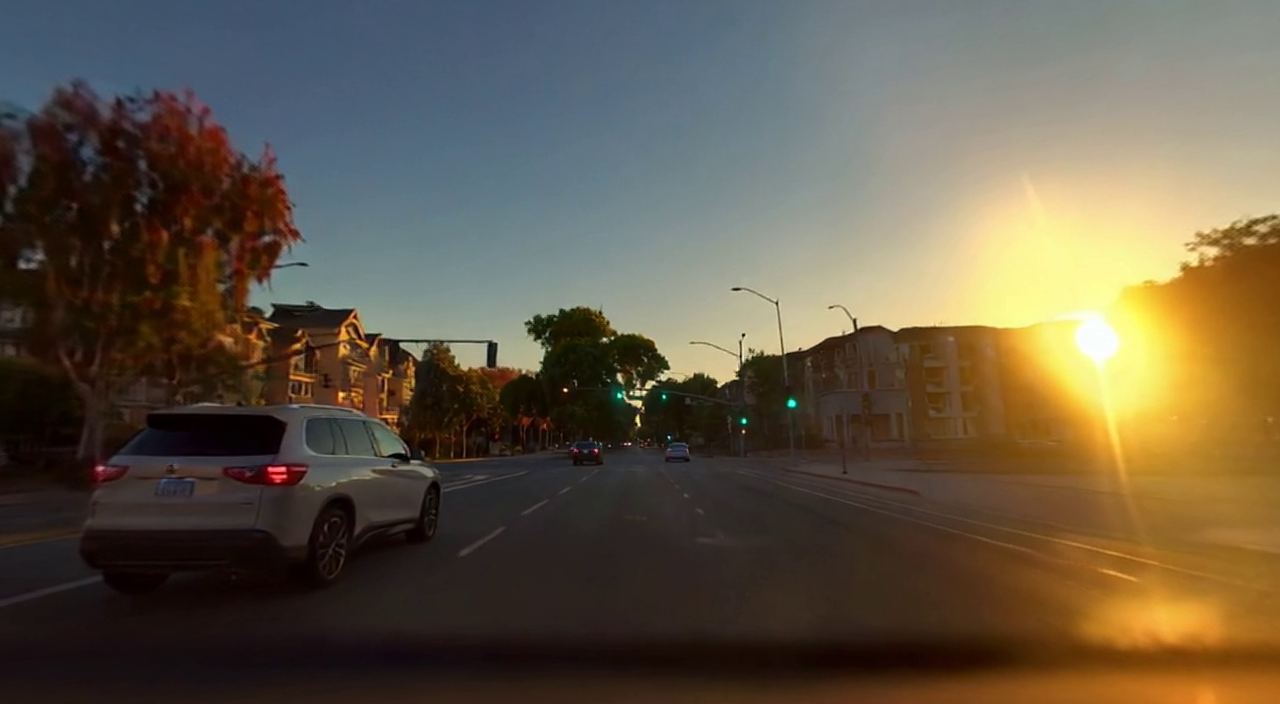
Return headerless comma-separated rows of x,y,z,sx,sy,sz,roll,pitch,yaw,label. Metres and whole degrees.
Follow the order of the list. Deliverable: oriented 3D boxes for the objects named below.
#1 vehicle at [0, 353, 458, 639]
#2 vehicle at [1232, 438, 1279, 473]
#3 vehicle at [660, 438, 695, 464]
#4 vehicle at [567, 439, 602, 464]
-3.912,1.369,7.050,2.225,1.984,5.168,0,-8,0,vehicle
38.335,6.210,38.318,2.026,1.987,5.331,-5,-9,27,vehicle
2.513,6.808,43.589,2.018,1.719,4.369,0,-8,-2,vehicle
-3.917,7.095,45.159,2.083,1.685,4.069,0,-8,1,vehicle
